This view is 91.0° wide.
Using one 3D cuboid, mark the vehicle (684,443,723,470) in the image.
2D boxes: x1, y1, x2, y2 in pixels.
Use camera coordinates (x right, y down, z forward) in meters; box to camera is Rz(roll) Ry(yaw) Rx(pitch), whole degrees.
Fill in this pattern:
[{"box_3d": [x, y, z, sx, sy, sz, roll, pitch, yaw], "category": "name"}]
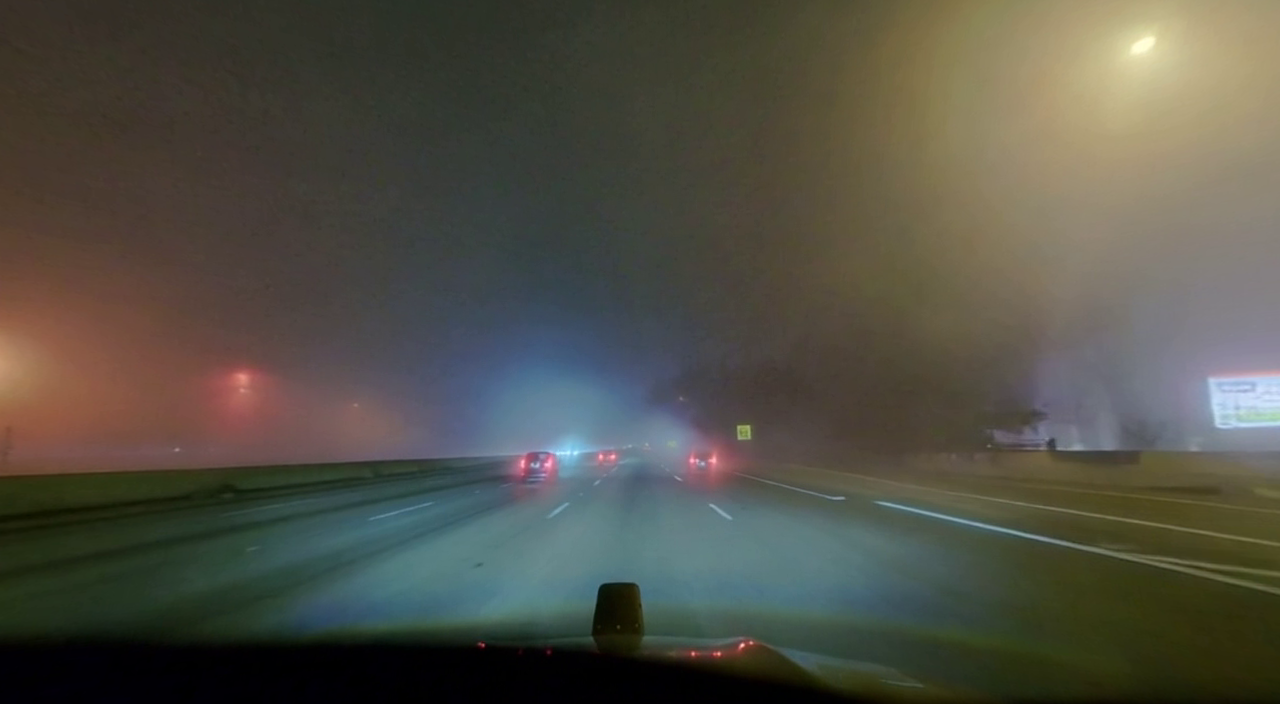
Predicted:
[{"box_3d": [4.111, 6.861, 41.468, 2.047, 1.662, 4.243, 0, -9, 0], "category": "vehicle"}]
